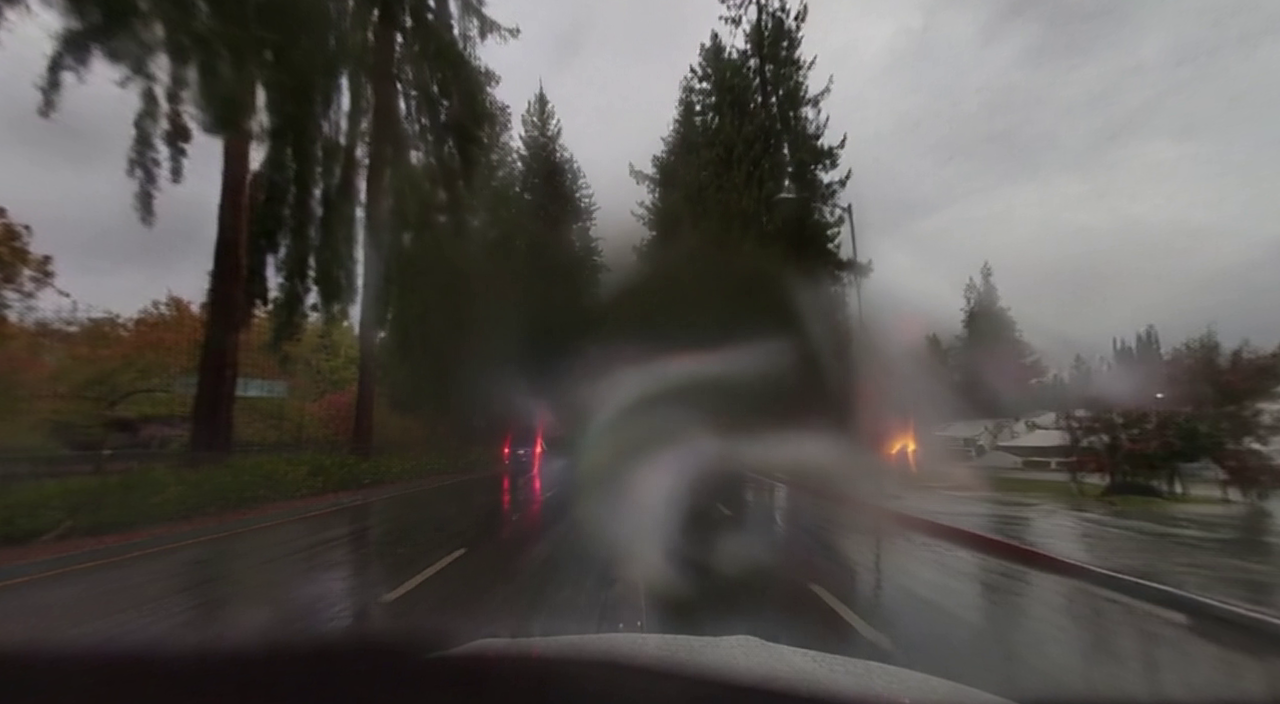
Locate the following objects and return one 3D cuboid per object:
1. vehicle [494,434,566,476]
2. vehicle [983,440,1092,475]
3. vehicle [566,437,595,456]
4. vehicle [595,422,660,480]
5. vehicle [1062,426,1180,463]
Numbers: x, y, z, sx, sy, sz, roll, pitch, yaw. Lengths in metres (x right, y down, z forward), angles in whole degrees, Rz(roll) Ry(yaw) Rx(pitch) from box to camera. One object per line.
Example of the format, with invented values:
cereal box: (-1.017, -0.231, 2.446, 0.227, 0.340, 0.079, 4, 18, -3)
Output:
vehicle: (-4.035, 3.848, 23.818, 1.917, 1.448, 4.178, 0, -8, 1)
vehicle: (20.666, 5.462, 32.918, 4.387, 1.752, 1.903, 0, -8, -3)
vehicle: (-4.555, 7.327, 49.059, 1.831, 1.445, 3.851, 0, -8, 1)
vehicle: (-0.419, 3.340, 21.532, 2.018, 1.769, 3.897, 0, -8, -1)
vehicle: (20.550, 3.953, 27.077, 3.567, 1.521, 1.879, 1, -8, -5)
